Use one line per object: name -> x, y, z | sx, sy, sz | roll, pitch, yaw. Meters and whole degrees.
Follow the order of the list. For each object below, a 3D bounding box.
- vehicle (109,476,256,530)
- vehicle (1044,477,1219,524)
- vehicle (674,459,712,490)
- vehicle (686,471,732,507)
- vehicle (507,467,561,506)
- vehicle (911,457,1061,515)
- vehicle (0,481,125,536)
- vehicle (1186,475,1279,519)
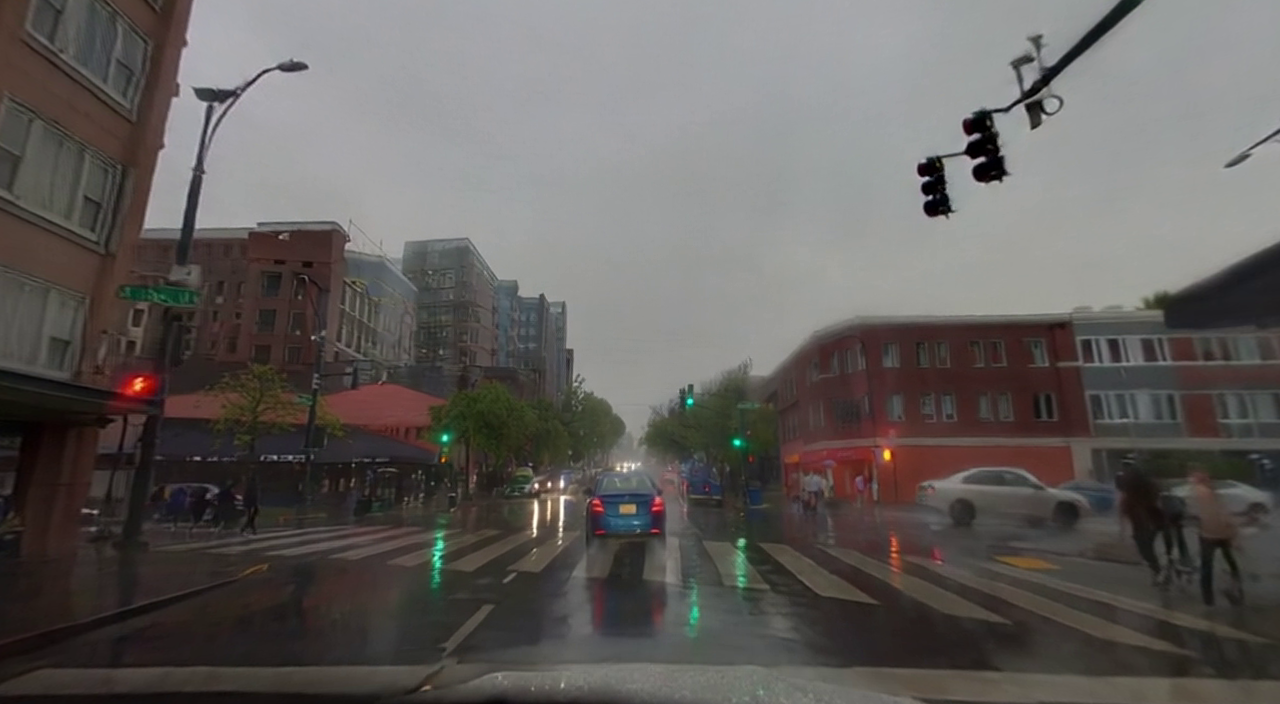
vehicle -> -19.474, 6.431, 26.996 | 4.750, 2.083, 2.002 | -1, -9, 4
vehicle -> 20.817, 6.290, 26.923 | 5.345, 1.747, 2.410 | -1, -9, 2
vehicle -> 3.740, 8.770, 45.229 | 2.365, 1.994, 4.259 | -1, -9, 0
vehicle -> 3.834, 7.728, 35.886 | 1.908, 1.741, 4.066 | 0, -9, -3
vehicle -> -5.985, 7.671, 36.183 | 2.226, 1.896, 4.438 | -1, -9, 1
vehicle -> 14.706, 5.695, 27.039 | 4.974, 2.266, 2.324 | 0, -9, -1
vehicle -> -25.342, 6.671, 27.017 | 4.588, 2.048, 2.110 | -1, -9, 1
vehicle -> 26.406, 6.072, 26.491 | 4.734, 1.605, 2.186 | -1, -9, 1
